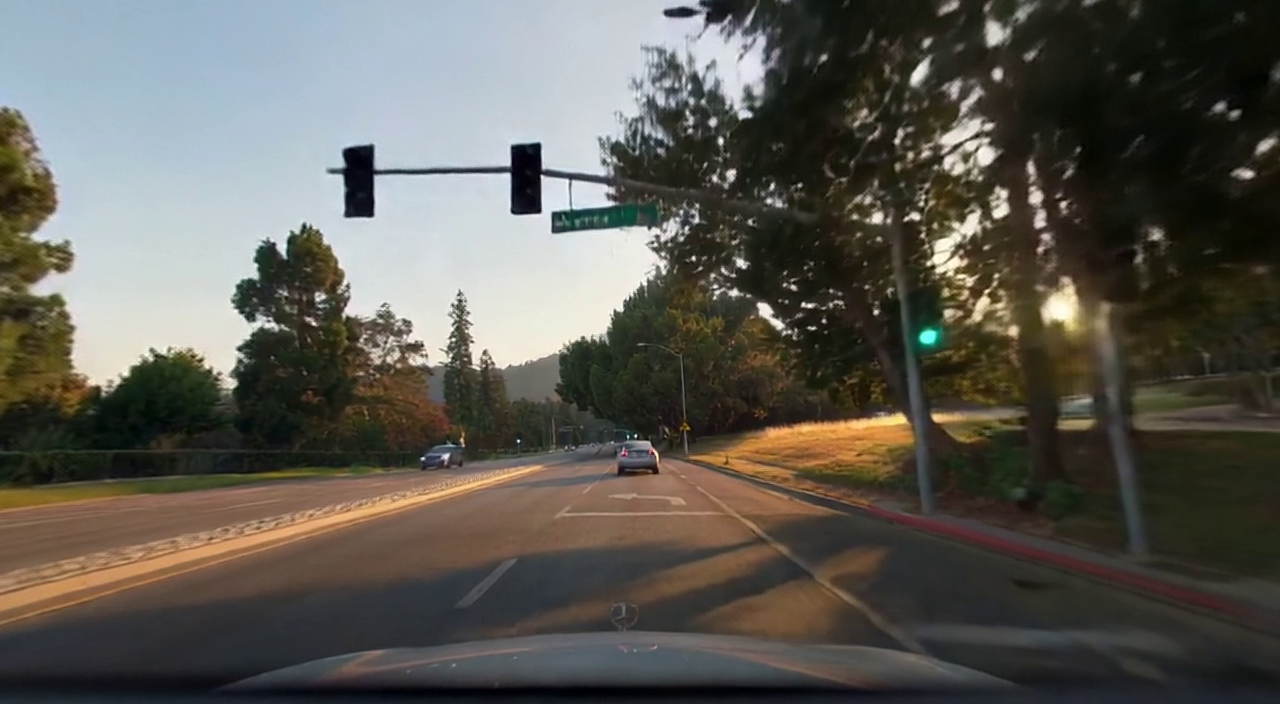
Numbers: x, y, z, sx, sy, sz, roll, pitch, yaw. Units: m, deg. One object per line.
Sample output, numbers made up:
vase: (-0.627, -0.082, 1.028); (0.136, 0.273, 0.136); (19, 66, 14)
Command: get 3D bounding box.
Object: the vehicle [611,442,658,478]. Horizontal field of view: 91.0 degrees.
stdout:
vehicle: (-0.258, 4.739, 27.937); (1.954, 1.469, 3.465); (0, -8, -1)
